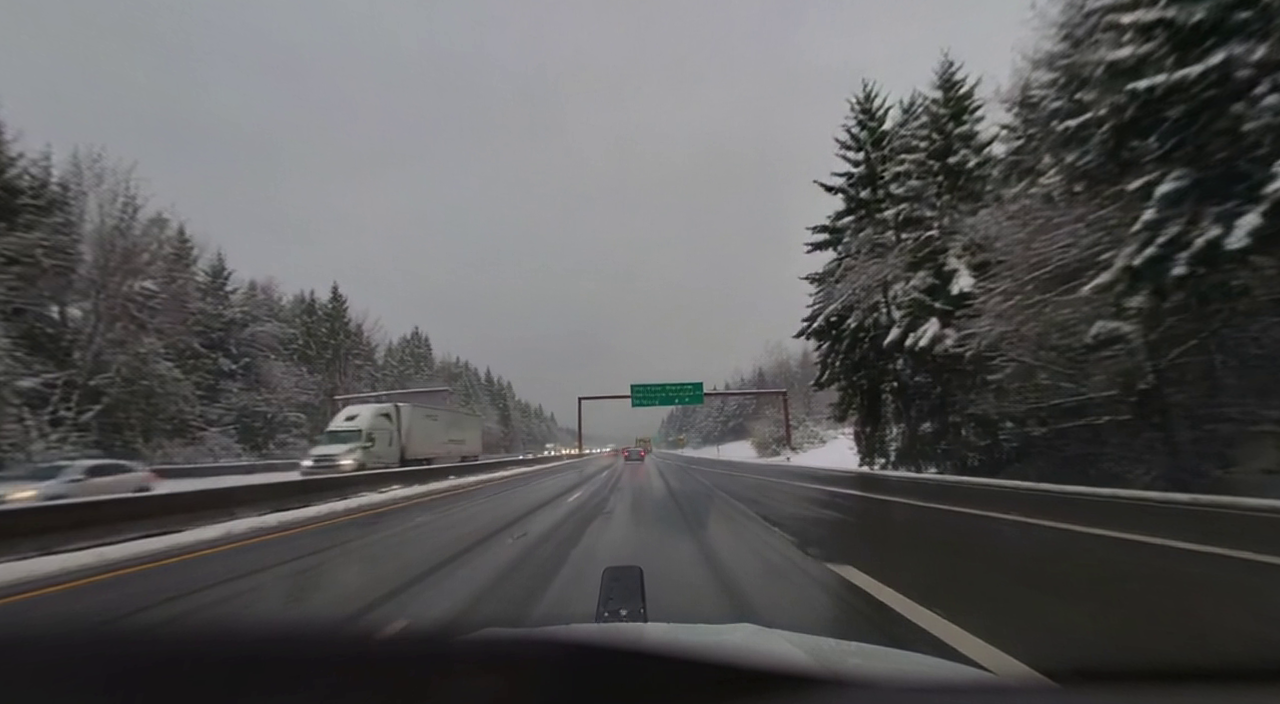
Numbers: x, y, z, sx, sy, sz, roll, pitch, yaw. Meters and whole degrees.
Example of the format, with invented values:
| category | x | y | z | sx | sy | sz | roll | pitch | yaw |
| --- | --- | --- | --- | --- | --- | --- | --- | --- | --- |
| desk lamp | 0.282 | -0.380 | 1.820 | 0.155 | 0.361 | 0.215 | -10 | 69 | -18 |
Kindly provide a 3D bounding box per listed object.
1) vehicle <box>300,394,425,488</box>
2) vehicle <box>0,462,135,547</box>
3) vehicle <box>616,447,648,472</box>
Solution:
| category | x | y | z | sx | sy | sz | roll | pitch | yaw |
| --- | --- | --- | --- | --- | --- | --- | --- | --- | --- |
| vehicle | -12.592 | 4.143 | 29.242 | 2.969 | 3.863 | 5.830 | 0 | -9 | 1 |
| vehicle | -12.432 | 2.815 | 11.600 | 2.077 | 1.435 | 5.032 | 0 | -9 | 1 |
| vehicle | -0.455 | 6.614 | 39.036 | 1.860 | 1.473 | 3.689 | 0 | -9 | 1 |
